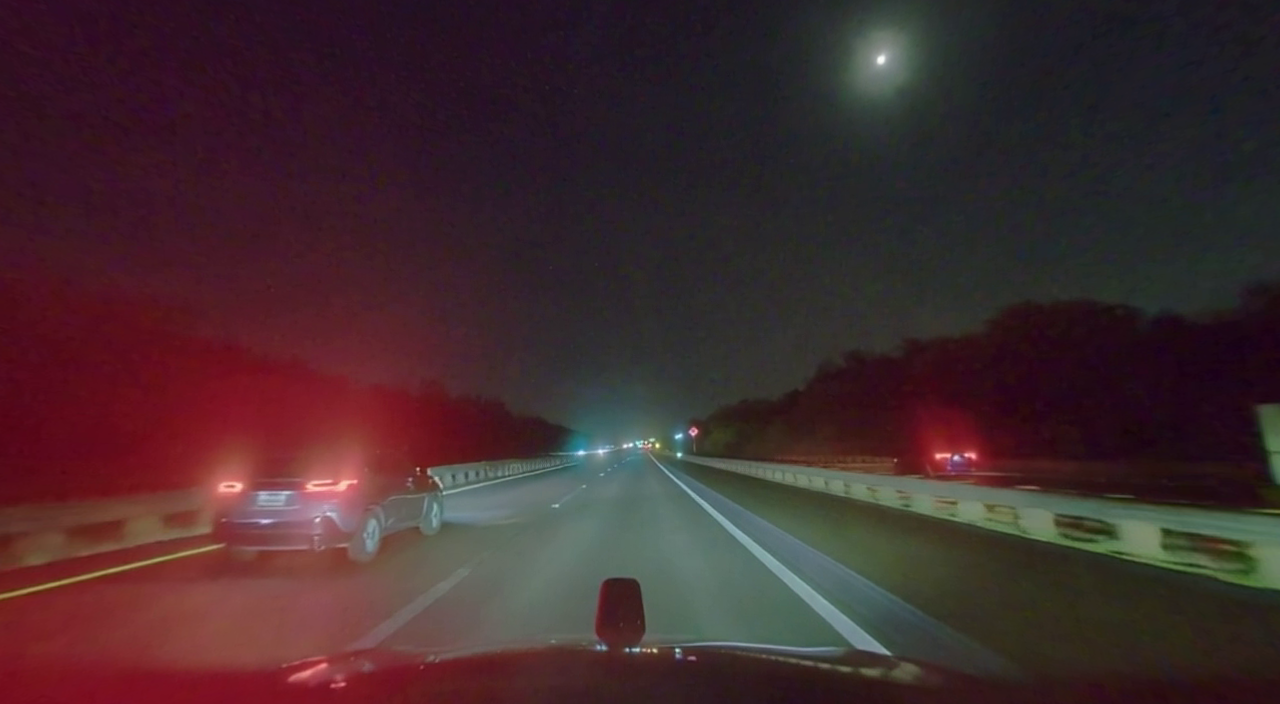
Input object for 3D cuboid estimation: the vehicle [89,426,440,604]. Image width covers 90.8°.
[{"bbox_3d":[-4.137,1.827,7.959,1.844,1.620,4.142,0,-9,0],"label":"vehicle"}]
